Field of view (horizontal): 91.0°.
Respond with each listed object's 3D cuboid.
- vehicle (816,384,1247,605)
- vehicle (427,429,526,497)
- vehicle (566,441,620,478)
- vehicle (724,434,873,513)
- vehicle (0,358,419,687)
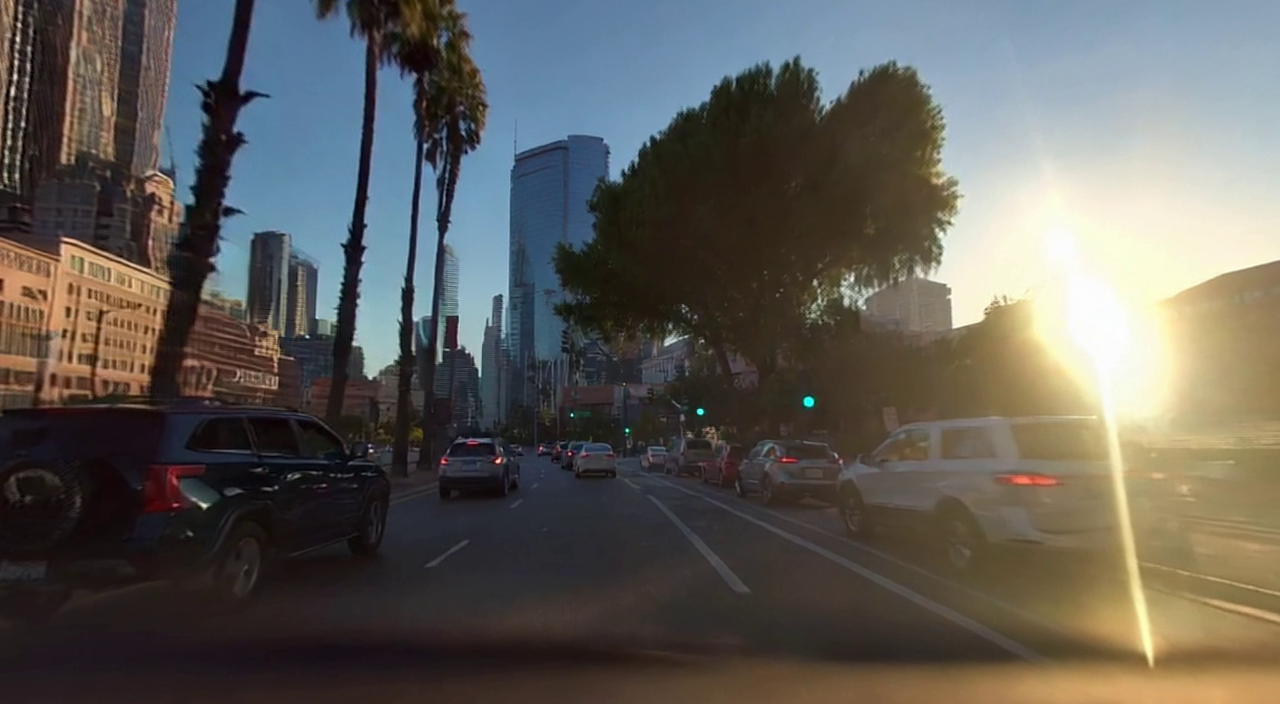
[{"bbox_3d":[3.914,1.520,7.588,1.963,1.802,4.648,1,-9,-4],"label":"vehicle"},{"bbox_3d":[-4.641,3.206,18.579,2.014,1.740,4.392,1,-9,-4],"label":"vehicle"},{"bbox_3d":[-2.066,4.546,26.814,2.036,1.461,3.890,1,-9,-7],"label":"vehicle"},{"bbox_3d":[3.441,2.739,14.770,1.808,1.526,4.894,1,-9,-6],"label":"vehicle"},{"bbox_3d":[-3.637,1.236,5.624,1.800,1.797,4.224,0,-9,-1],"label":"vehicle"}]
